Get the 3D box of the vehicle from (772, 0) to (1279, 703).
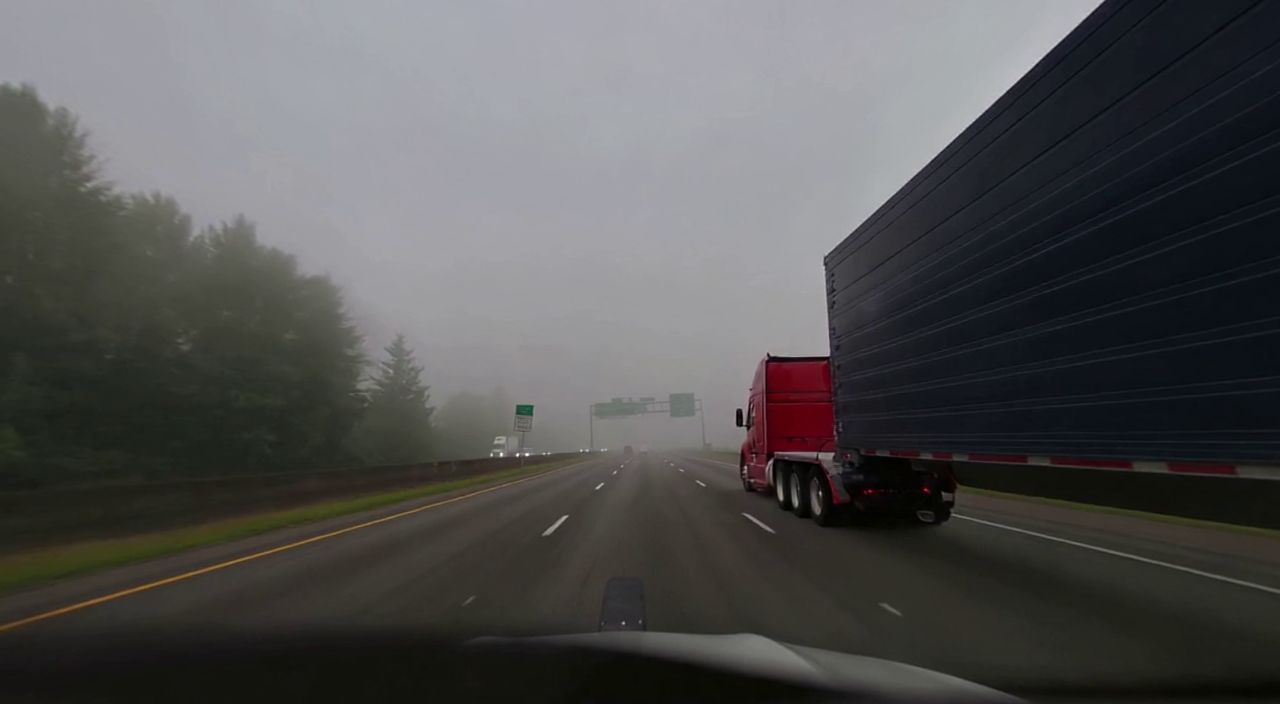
[{"bbox_3d":[4.084,0.095,5.393,3.060,4.100,13.141,0,-9,0],"label":"vehicle"}]
